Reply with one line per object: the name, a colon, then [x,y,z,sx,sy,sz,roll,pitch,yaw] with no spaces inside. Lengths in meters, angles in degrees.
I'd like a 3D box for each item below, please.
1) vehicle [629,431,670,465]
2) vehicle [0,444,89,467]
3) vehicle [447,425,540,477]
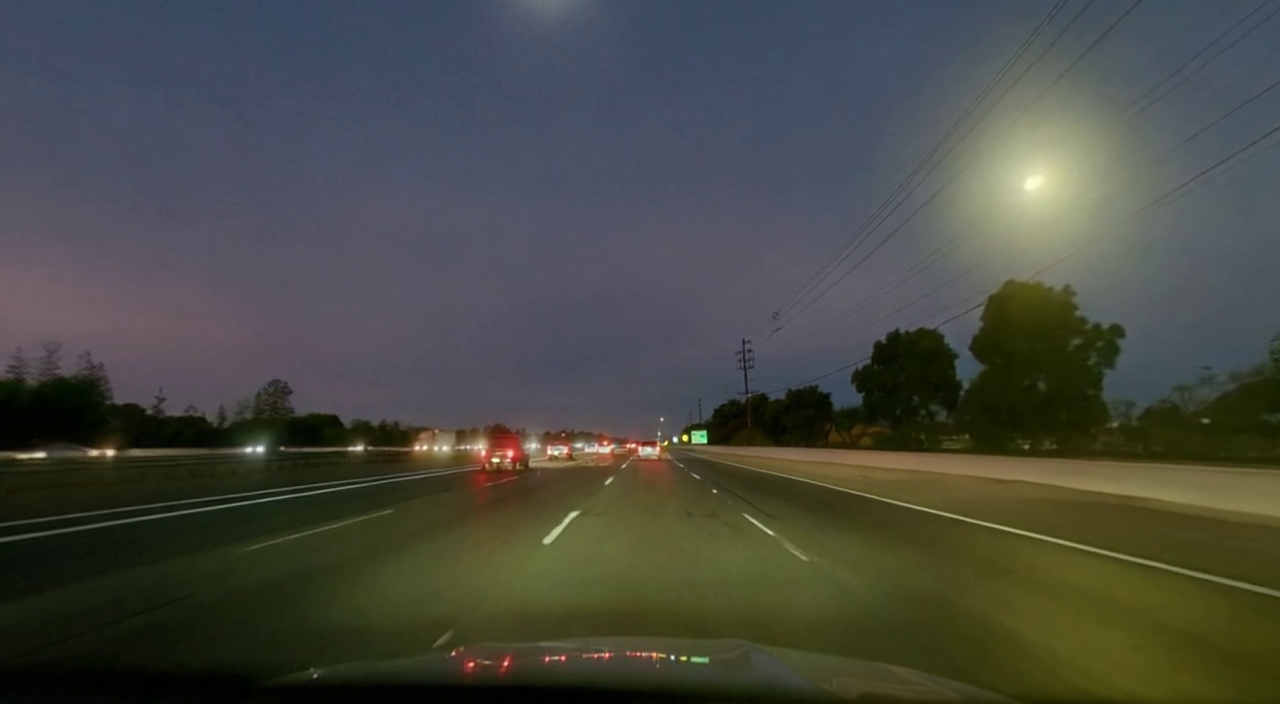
vehicle: [0.589,6.155,40.627,2.448,2.025,5.193,0,-8,0]
vehicle: [-43.633,7.536,46.290,1.889,1.599,4.753,-1,-8,2]
vehicle: [-6.203,4.311,27.768,2.460,1.992,6.474,0,-8,1]
